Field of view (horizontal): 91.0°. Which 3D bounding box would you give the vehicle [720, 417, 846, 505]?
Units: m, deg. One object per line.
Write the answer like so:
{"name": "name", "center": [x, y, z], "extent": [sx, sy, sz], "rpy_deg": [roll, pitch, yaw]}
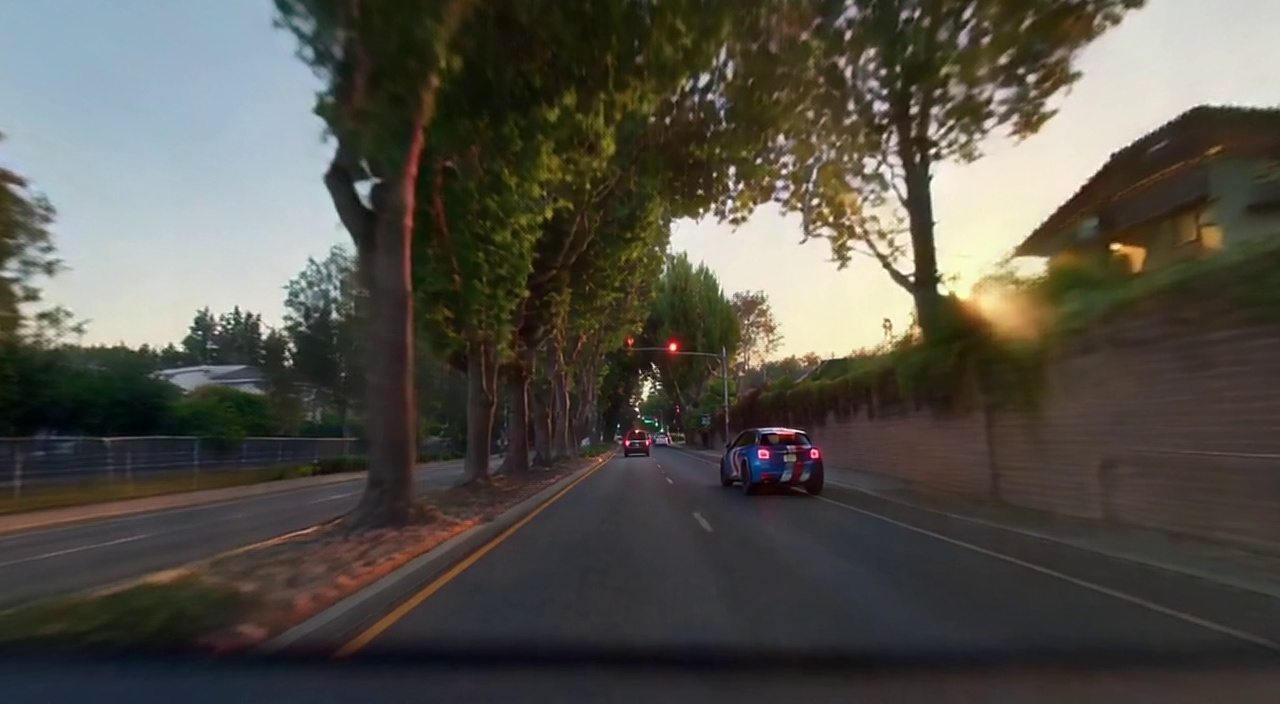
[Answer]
{"name": "vehicle", "center": [3.091, 2.461, 14.547], "extent": [1.840, 1.709, 4.202], "rpy_deg": [0, -8, -1]}

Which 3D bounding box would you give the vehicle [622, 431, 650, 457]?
{"name": "vehicle", "center": [-0.311, 6.657, 45.423], "extent": [1.984, 1.777, 3.148], "rpy_deg": [0, -8, -1]}
